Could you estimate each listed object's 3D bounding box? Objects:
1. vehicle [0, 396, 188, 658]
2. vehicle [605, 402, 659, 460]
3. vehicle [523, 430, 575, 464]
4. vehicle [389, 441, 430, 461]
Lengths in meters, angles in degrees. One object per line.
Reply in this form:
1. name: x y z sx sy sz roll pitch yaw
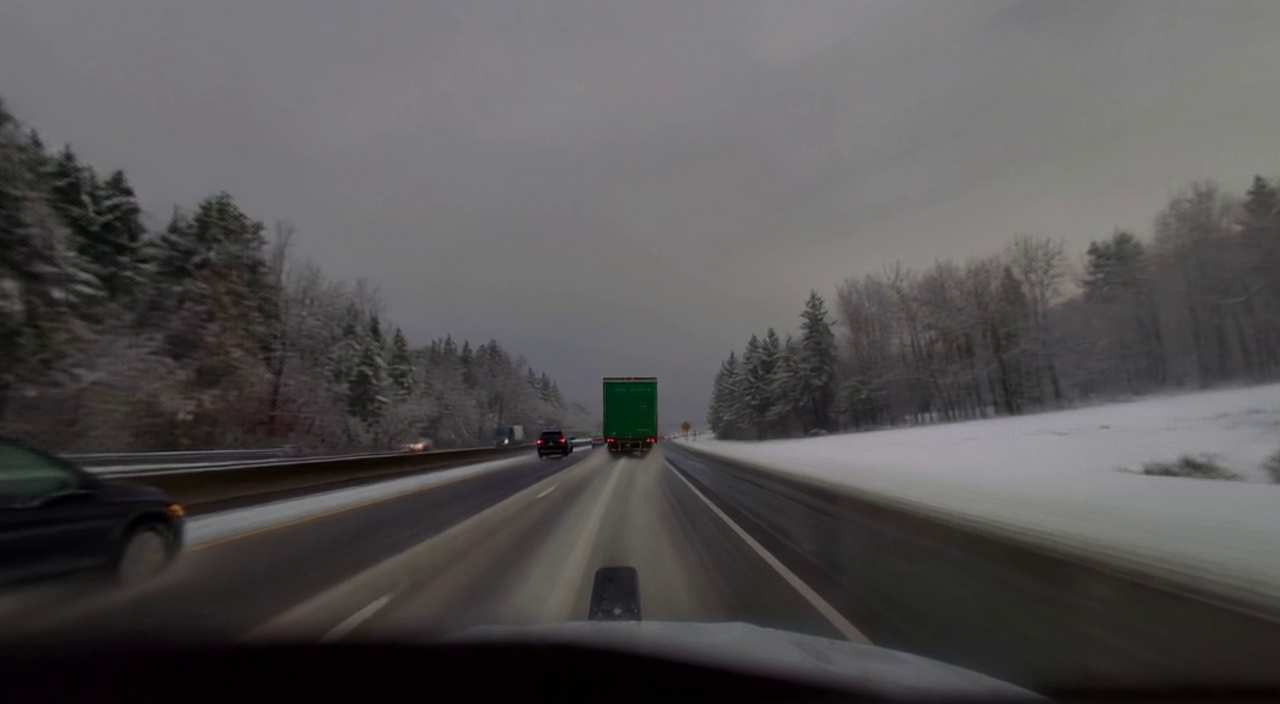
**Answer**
1. vehicle: -4.688 0.958 3.190 1.909 1.520 3.897 0 -8 -1
2. vehicle: -0.360 3.469 27.550 2.319 2.461 1.270 0 -8 -1
3. vehicle: -4.915 5.194 34.690 2.138 1.697 4.587 0 -8 1
4. vehicle: -17.154 7.370 47.045 1.685 1.396 3.565 0 -8 0
